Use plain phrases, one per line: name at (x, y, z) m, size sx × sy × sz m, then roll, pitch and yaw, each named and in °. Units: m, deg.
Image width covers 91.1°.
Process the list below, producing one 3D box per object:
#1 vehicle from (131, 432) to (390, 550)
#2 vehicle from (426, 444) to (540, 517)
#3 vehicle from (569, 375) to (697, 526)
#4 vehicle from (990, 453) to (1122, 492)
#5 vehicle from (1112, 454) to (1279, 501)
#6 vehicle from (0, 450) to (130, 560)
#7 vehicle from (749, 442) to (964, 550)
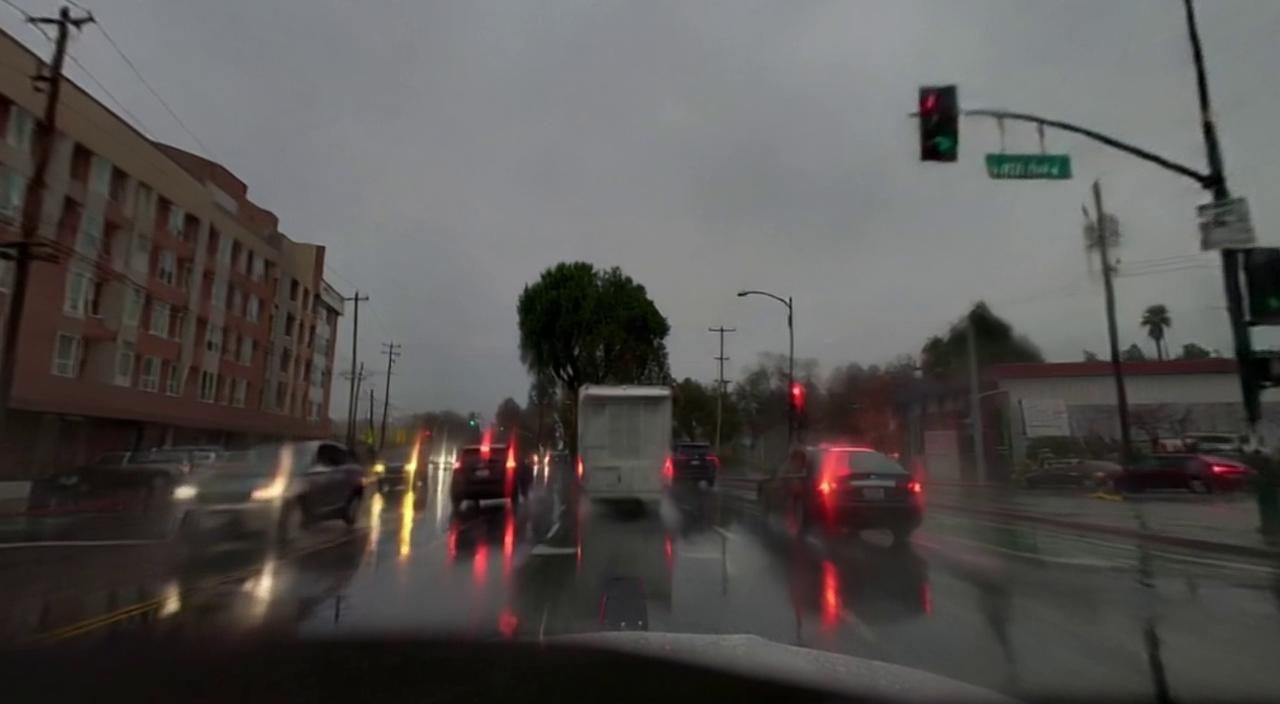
vehicle at (-6.419, 2.356, 11.408) m, size 2.165 × 1.690 × 4.322 m, roll 0°, pitch -9°, yaw -3°
vehicle at (-3.797, 3.139, 16.000) m, size 2.033 × 1.555 × 4.408 m, roll 0°, pitch -9°, yaw -4°
vehicle at (-0.455, 2.373, 15.496) m, size 2.517 × 2.926 × 6.177 m, roll 1°, pitch -9°, yaw -6°
vehicle at (18.914, 5.445, 28.805) m, size 1.942 × 1.583 × 4.579 m, roll 4°, pitch -9°, yaw -24°
vehicle at (21.227, 4.711, 24.007) m, size 1.819 × 1.498 × 4.664 m, roll 4°, pitch -9°, yaw -26°
vehicle at (-9.863, 2.166, 8.869) m, size 1.873 × 1.510 × 4.151 m, roll 0°, pitch -8°, yaw -2°
vehicle at (3.519, 2.411, 11.361) m, size 1.978 × 1.507 × 4.636 m, roll 0°, pitch -9°, yaw -4°
